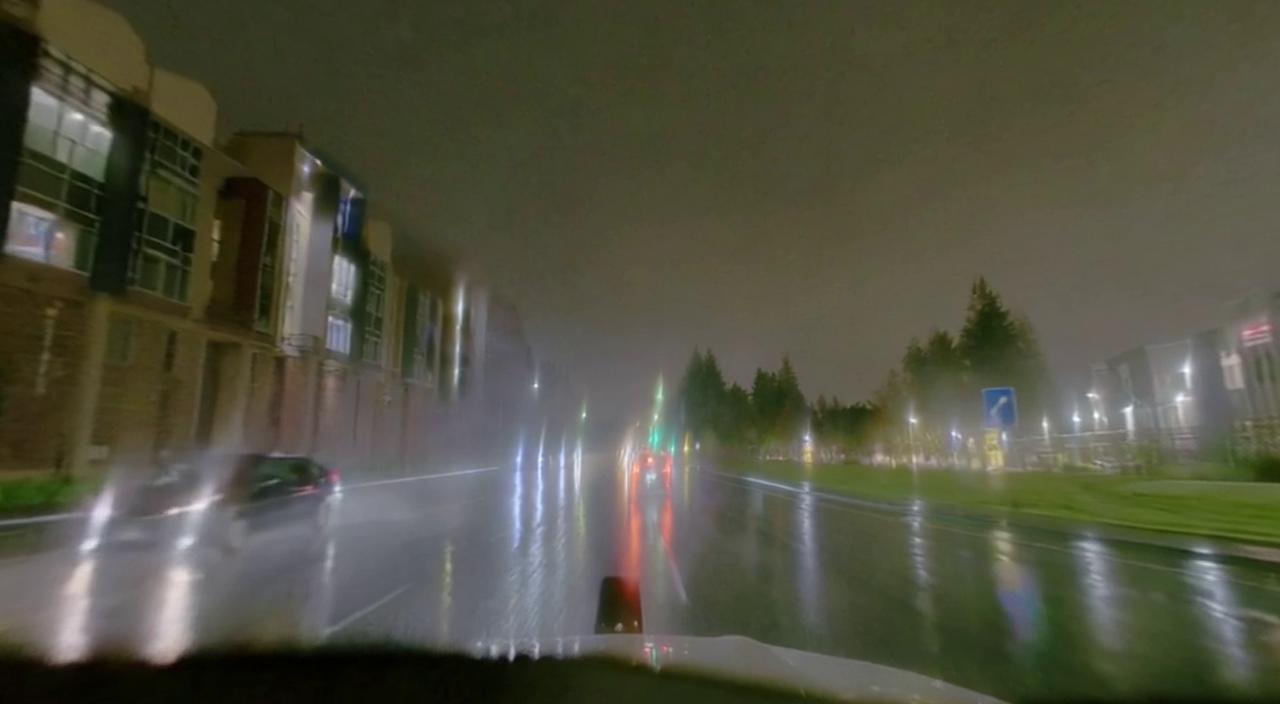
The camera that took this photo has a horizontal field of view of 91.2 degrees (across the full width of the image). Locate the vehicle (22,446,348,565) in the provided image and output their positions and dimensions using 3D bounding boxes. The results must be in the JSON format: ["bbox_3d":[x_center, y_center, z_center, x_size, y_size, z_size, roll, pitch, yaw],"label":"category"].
[{"bbox_3d":[-6.836,2.308,10.170,2.018,1.498,4.168,-1,-9,2],"label":"vehicle"}]

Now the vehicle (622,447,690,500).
[{"bbox_3d":[0.438,3.898,20.482,2.014,1.525,3.670,0,-9,-1],"label":"vehicle"}]

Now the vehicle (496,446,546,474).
[{"bbox_3d":[-7.860,7.190,41.953,2.171,1.757,4.706,-1,-9,3],"label":"vehicle"}]
